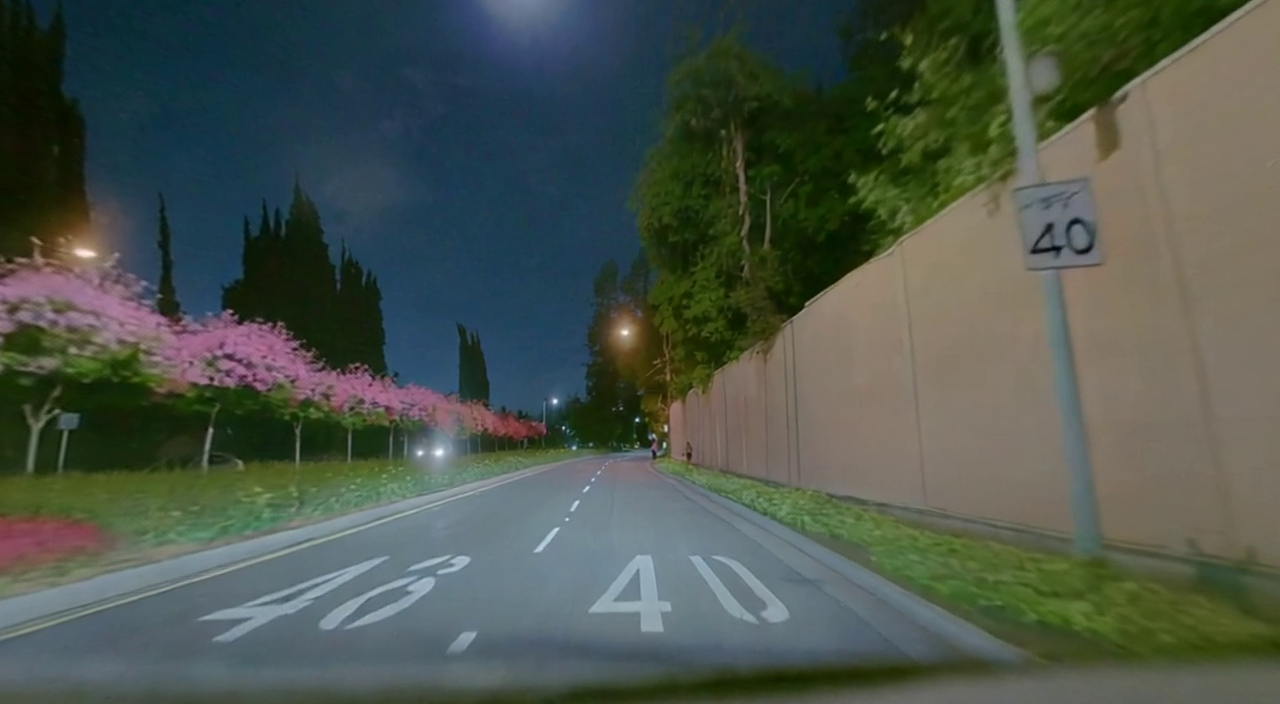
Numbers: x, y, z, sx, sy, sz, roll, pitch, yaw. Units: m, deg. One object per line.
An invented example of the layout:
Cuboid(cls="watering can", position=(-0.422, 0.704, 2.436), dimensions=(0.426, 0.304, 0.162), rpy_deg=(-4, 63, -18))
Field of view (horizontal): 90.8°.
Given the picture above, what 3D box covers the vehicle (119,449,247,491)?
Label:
Cuboid(cls="vehicle", position=(-16.978, 4.366, 23.745), dimensions=(1.827, 1.404, 4.141), rpy_deg=(1, -8, -3))
